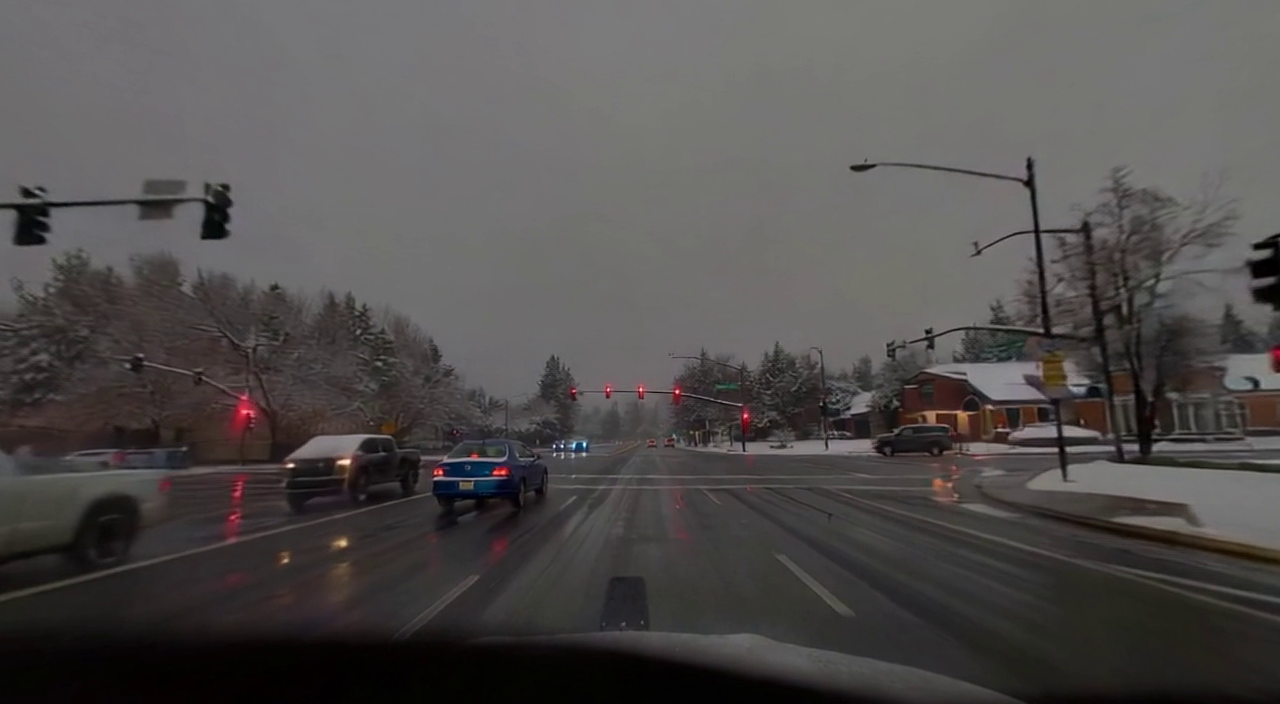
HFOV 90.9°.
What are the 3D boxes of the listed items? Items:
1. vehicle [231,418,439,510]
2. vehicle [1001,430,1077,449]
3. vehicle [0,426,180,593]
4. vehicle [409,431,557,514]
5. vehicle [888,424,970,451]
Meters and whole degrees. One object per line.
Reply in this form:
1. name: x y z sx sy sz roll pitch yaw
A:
1. vehicle: -6.702 2.556 14.788 2.099 1.713 5.402 1 -9 1
2. vehicle: 30.639 6.730 48.407 4.627 1.359 1.834 0 -9 -3
3. vehicle: -6.847 1.388 5.430 2.133 1.485 4.681 0 -9 1
4. vehicle: -3.122 2.505 13.577 1.924 1.480 4.421 0 -9 2
5. vehicle: 20.559 6.106 44.940 4.707 1.817 2.198 0 -10 -3
